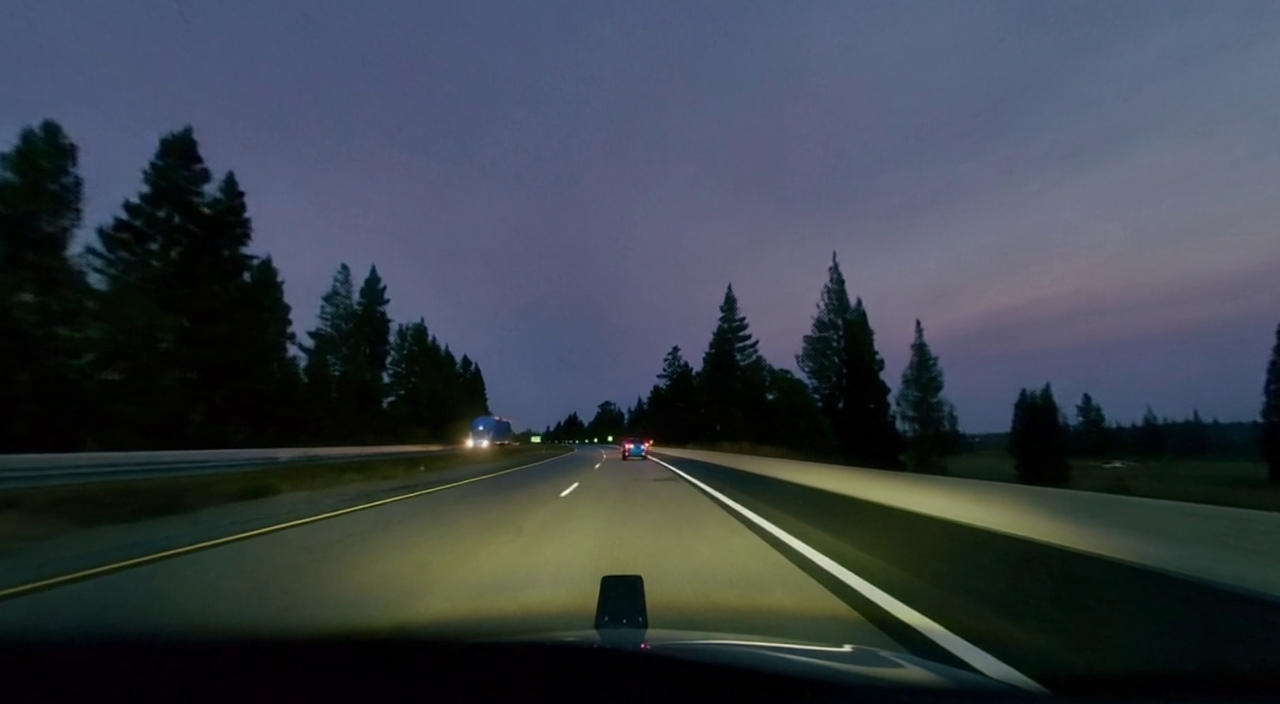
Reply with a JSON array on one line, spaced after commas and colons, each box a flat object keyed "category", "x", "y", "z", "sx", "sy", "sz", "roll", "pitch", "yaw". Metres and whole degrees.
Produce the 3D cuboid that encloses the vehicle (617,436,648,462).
[{"category": "vehicle", "x": -0.596, "y": 6.948, "z": 45.096, "sx": 2.079, "sy": 1.729, "sz": 4.380, "roll": 0, "pitch": -8, "yaw": -3}]
